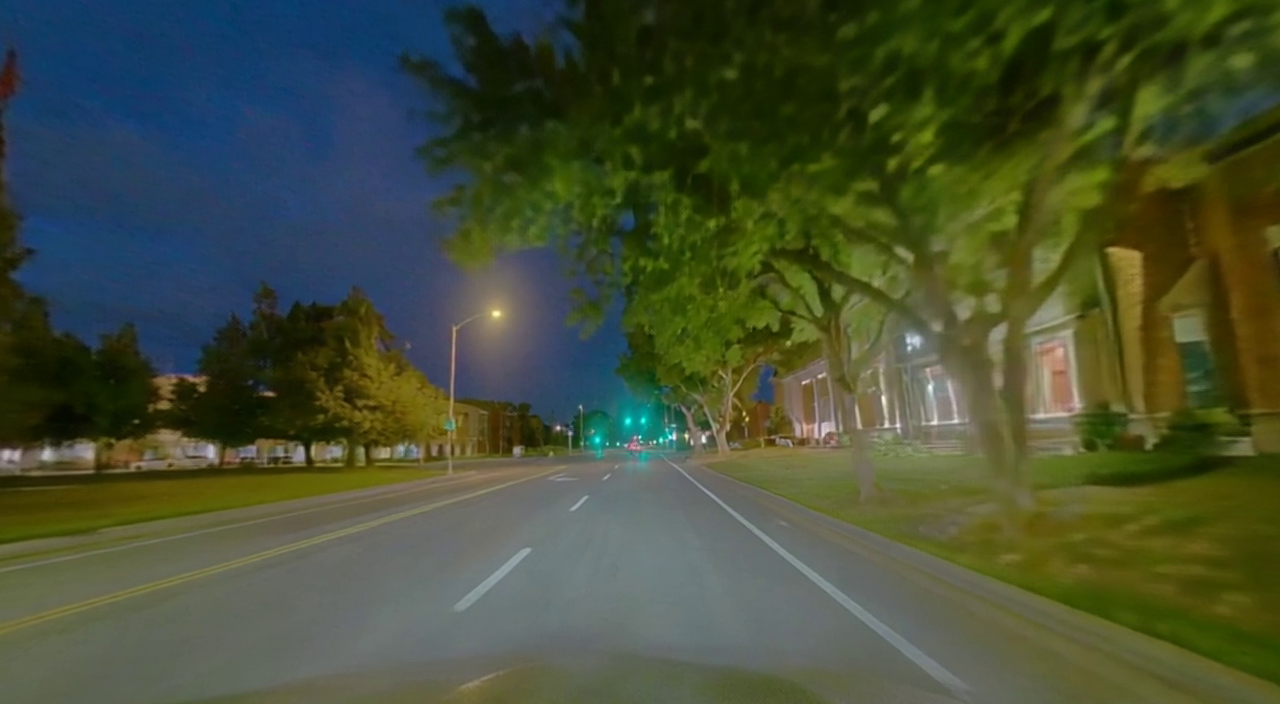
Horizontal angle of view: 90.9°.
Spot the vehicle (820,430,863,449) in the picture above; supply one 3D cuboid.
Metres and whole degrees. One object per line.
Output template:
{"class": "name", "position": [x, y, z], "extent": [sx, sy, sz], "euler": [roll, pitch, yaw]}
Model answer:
{"class": "vehicle", "position": [15.472, 6.777, 48.641], "extent": [1.866, 1.420, 4.447], "euler": [0, -9, -1]}
